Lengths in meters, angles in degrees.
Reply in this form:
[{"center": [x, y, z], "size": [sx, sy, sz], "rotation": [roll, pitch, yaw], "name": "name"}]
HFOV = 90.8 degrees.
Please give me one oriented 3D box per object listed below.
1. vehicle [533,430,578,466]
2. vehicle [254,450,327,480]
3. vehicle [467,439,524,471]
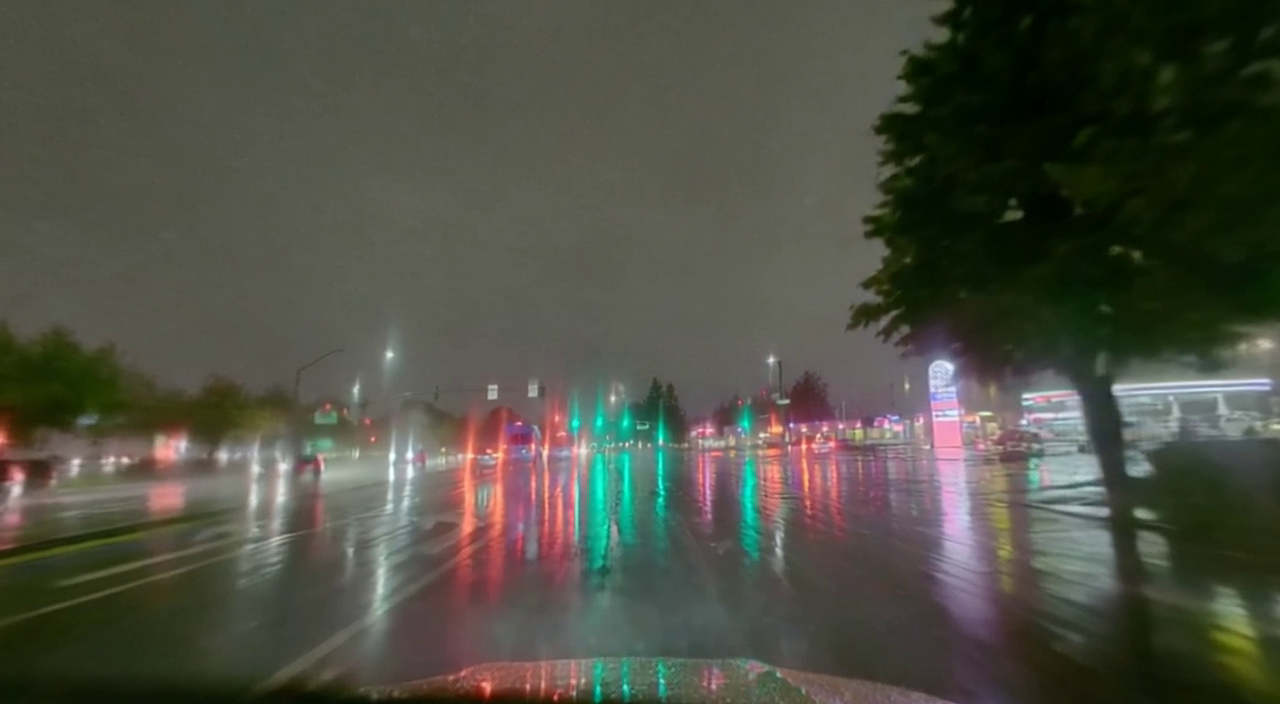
[{"center": [-4.994, 5.750, 37.855], "size": [2.206, 2.007, 5.190], "rotation": [0, -8, -3], "name": "vehicle"}, {"center": [-20.520, 6.625, 37.341], "size": [1.930, 1.659, 4.364], "rotation": [0, -8, -2], "name": "vehicle"}, {"center": [-7.383, 5.291, 32.693], "size": [1.993, 1.490, 4.768], "rotation": [0, -8, -2], "name": "vehicle"}]
